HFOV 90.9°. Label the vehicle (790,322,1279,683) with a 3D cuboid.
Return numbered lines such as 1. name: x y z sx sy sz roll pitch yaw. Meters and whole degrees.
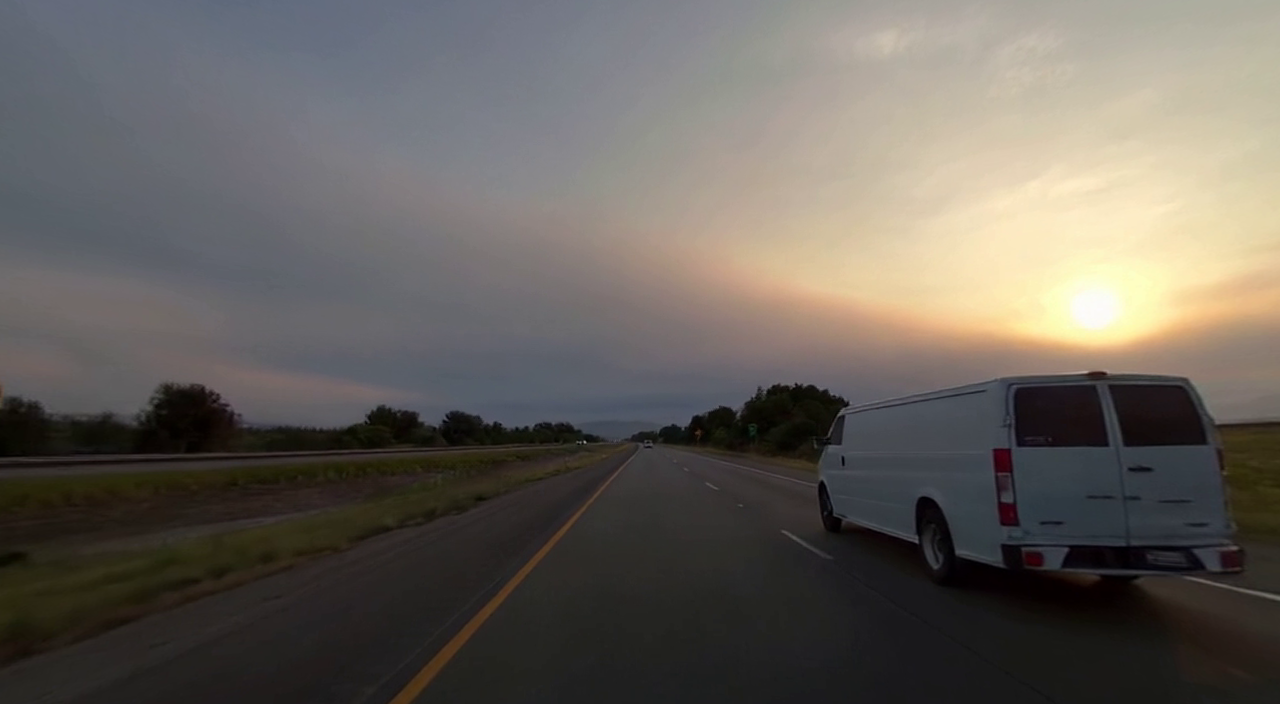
1. vehicle: 4.077 1.374 7.363 2.686 2.043 7.449 0 -8 -1
